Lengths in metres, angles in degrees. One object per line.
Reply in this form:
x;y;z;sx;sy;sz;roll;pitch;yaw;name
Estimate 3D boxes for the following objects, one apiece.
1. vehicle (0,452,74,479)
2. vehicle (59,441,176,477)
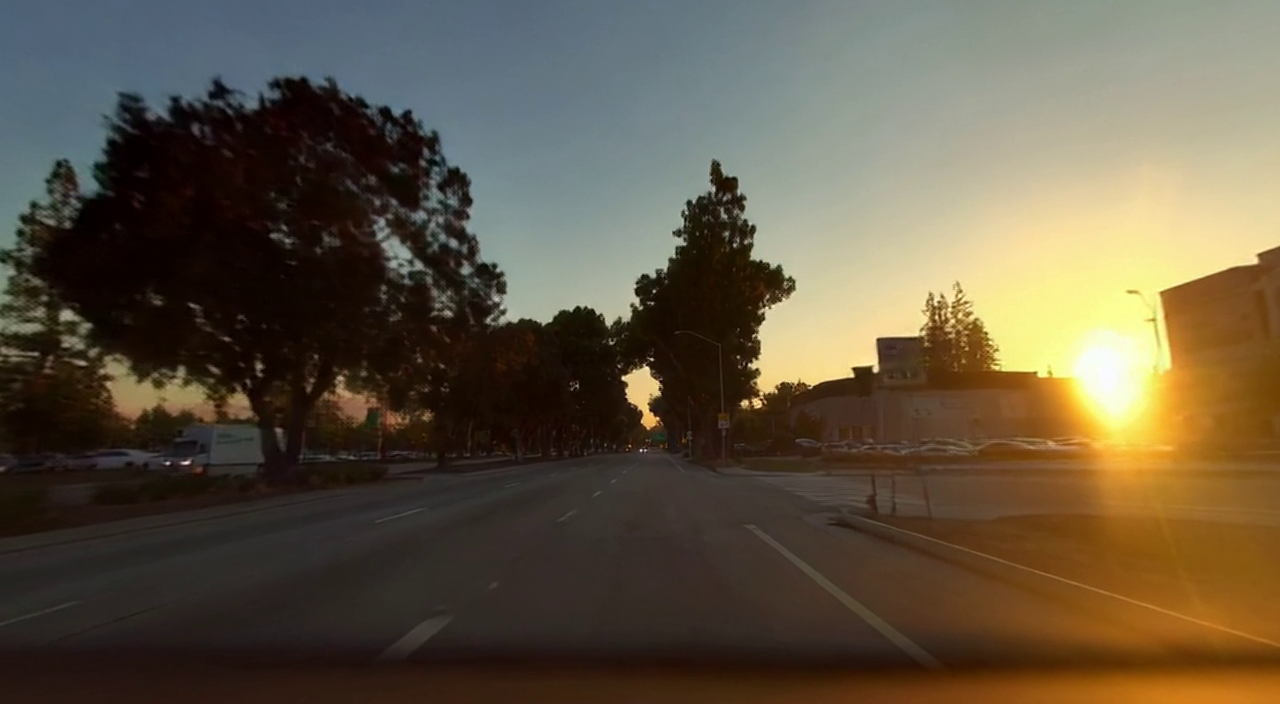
-35.157;6.475;36.095;3.726;1.479;1.832;-1;-8;4;vehicle
-34.293;7.016;41.520;5.521;2.214;2.704;-1;-8;7;vehicle
